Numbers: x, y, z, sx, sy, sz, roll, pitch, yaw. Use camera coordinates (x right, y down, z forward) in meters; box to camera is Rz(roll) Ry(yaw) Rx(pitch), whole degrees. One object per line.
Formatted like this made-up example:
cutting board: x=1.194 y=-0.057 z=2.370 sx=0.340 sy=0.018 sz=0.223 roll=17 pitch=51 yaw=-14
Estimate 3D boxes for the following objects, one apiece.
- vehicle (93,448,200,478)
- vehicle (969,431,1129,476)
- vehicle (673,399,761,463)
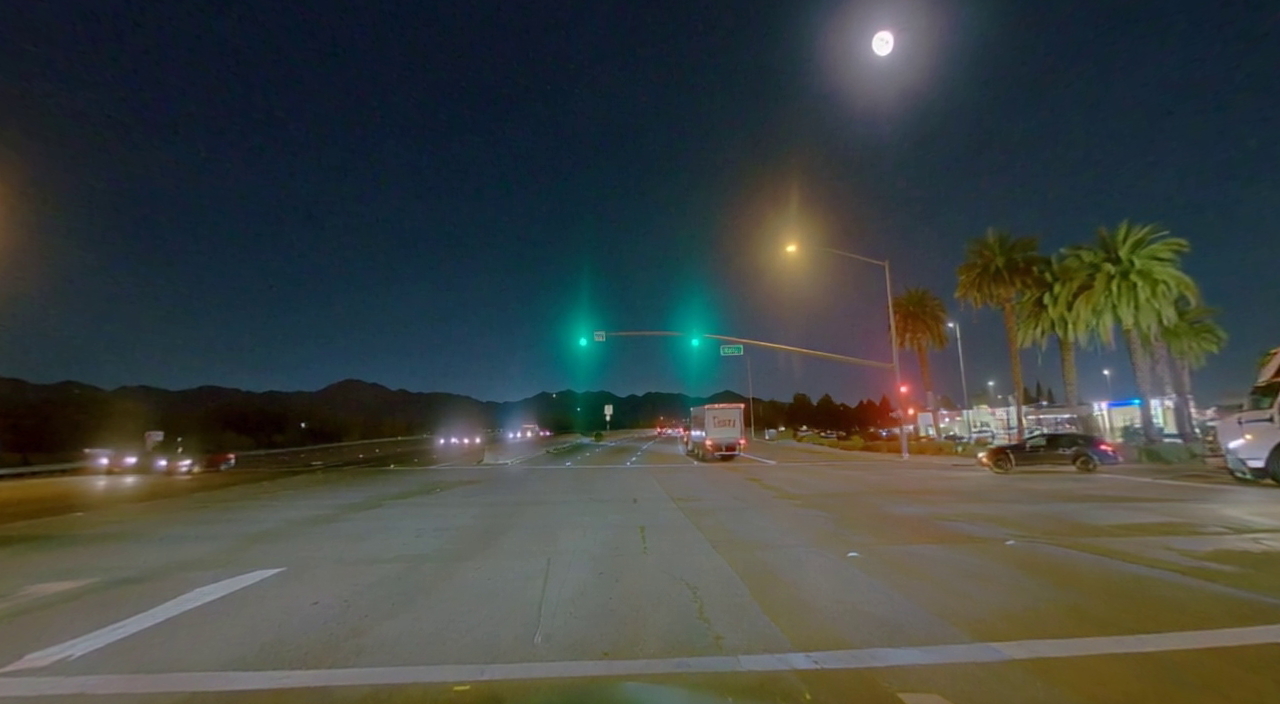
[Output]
vehicle: x=-26.230 y=5.901 z=33.607 sx=1.868 sy=1.469 sz=4.746 roll=0 pitch=-9 yaw=1
vehicle: x=14.471 y=3.622 z=22.591 sx=4.508 sy=1.493 sz=1.907 roll=-4 pitch=-9 yaw=25
vehicle: x=4.383 y=4.813 z=37.700 sx=3.237 sy=3.414 sz=7.088 roll=2 pitch=-9 yaw=-10
